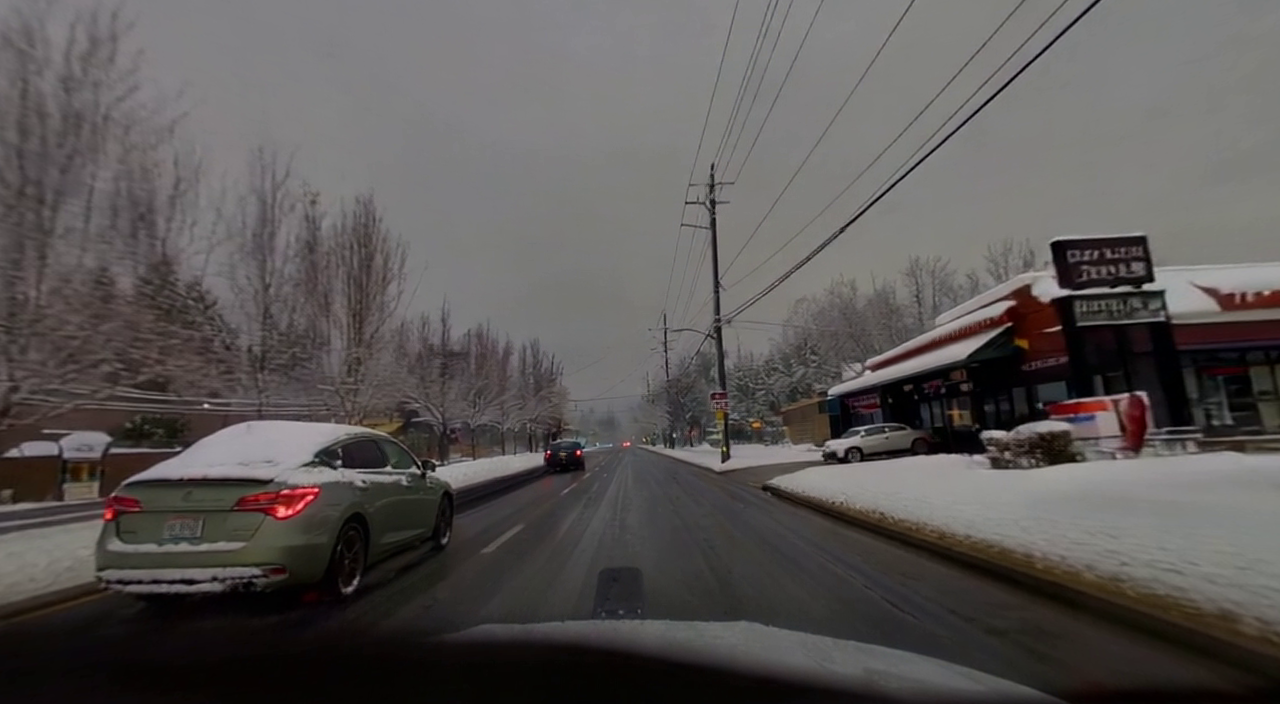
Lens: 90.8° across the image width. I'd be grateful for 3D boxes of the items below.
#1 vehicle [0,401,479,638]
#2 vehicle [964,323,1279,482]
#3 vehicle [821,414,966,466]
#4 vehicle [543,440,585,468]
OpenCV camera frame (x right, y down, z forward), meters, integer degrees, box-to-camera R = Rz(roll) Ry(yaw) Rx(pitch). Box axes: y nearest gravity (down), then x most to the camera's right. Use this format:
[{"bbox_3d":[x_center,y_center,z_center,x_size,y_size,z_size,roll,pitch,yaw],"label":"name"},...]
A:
[{"bbox_3d":[-3.414,1.522,6.794,2.126,1.655,4.560,0,-9,0],"label":"vehicle"},{"bbox_3d":[12.138,1.292,15.680,6.427,3.417,2.845,-1,-8,-2],"label":"vehicle"},{"bbox_3d":[10.550,3.712,26.595,5.130,1.902,2.056,-1,-9,-3],"label":"vehicle"},{"bbox_3d":[-4.165,5.716,35.417,1.955,1.461,4.396,0,-9,-2],"label":"vehicle"}]
